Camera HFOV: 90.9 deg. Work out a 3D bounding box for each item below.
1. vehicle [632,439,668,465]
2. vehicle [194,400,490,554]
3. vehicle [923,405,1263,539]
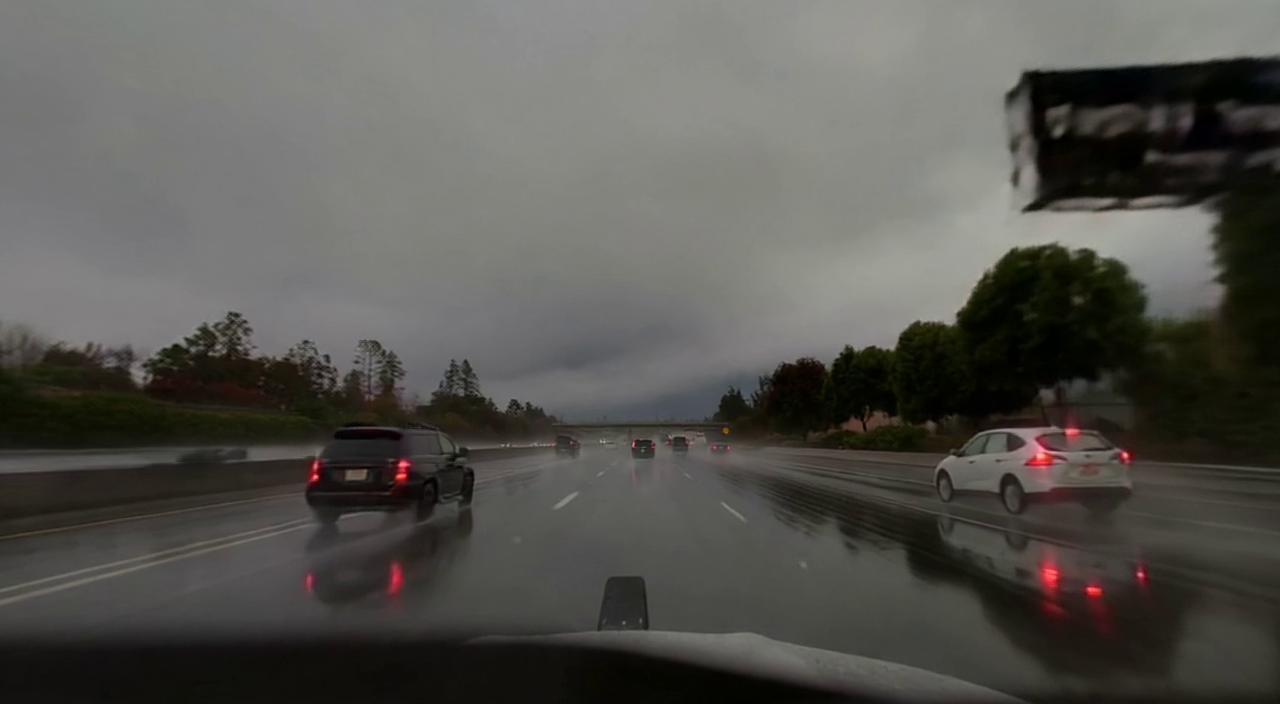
[{"bbox_3d":[0.569,6.089,38.455,2.050,1.452,3.917,0,-8,-1],"label":"vehicle"},{"bbox_3d":[-4.014,1.791,9.737,2.118,1.750,4.875,0,-8,1],"label":"vehicle"},{"bbox_3d":[7.124,1.945,10.876,2.123,1.756,4.959,0,-8,0],"label":"vehicle"}]
